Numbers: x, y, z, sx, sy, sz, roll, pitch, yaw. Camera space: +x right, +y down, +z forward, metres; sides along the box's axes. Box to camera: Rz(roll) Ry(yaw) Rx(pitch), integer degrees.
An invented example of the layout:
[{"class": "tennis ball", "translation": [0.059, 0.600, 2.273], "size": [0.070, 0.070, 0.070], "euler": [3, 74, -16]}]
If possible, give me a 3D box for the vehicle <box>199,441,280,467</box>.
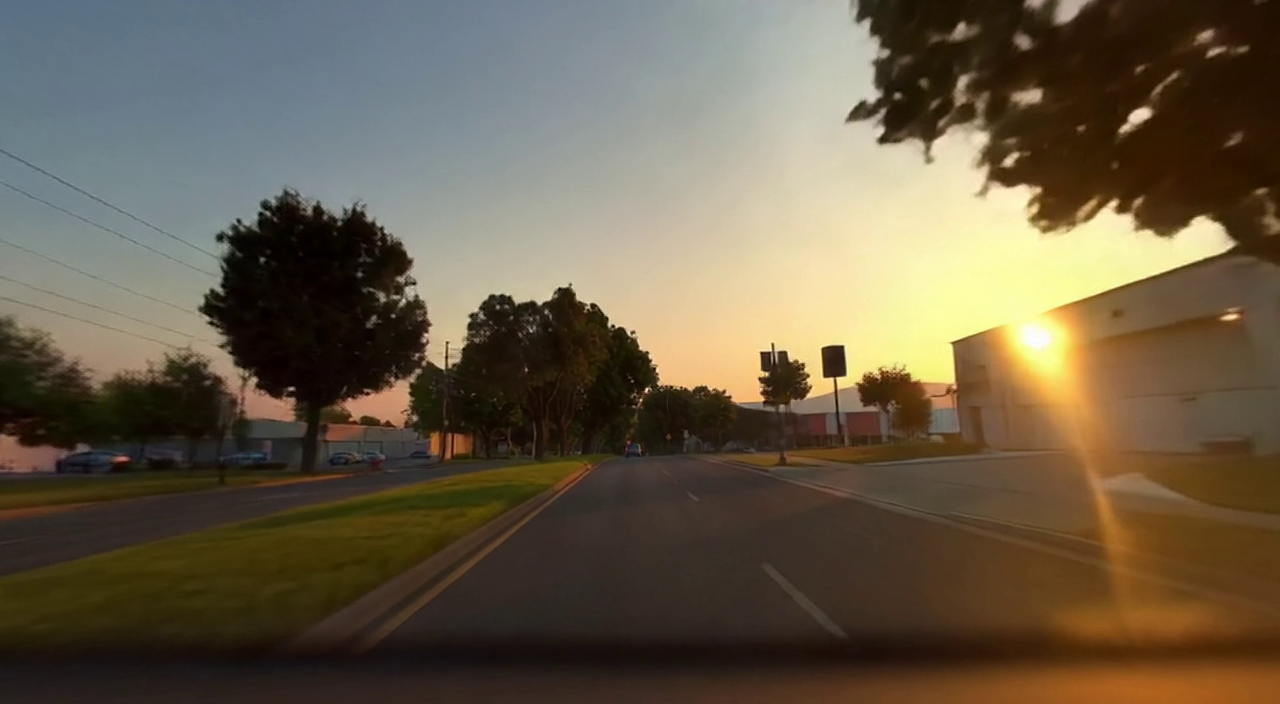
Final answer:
[{"class": "vehicle", "translation": [-23.615, 6.017, 37.547], "size": [1.815, 1.460, 4.642], "euler": [0, -8, 0]}]
